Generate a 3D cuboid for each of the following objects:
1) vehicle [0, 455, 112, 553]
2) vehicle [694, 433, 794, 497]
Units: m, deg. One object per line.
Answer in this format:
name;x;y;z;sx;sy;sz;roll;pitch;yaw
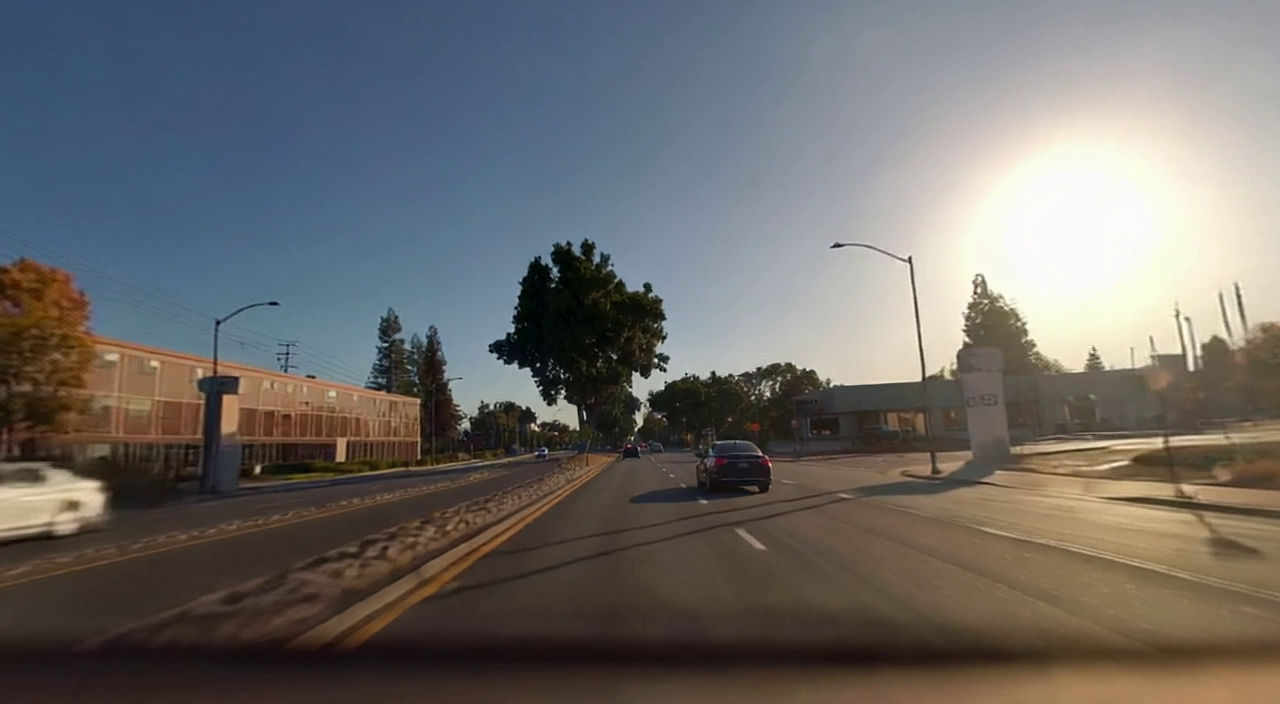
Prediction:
vehicle;-12.226;2.703;11.174;1.943;1.672;4.368;0;-9;1
vehicle;2.874;3.260;18.635;1.995;1.616;4.729;0;-9;-2
